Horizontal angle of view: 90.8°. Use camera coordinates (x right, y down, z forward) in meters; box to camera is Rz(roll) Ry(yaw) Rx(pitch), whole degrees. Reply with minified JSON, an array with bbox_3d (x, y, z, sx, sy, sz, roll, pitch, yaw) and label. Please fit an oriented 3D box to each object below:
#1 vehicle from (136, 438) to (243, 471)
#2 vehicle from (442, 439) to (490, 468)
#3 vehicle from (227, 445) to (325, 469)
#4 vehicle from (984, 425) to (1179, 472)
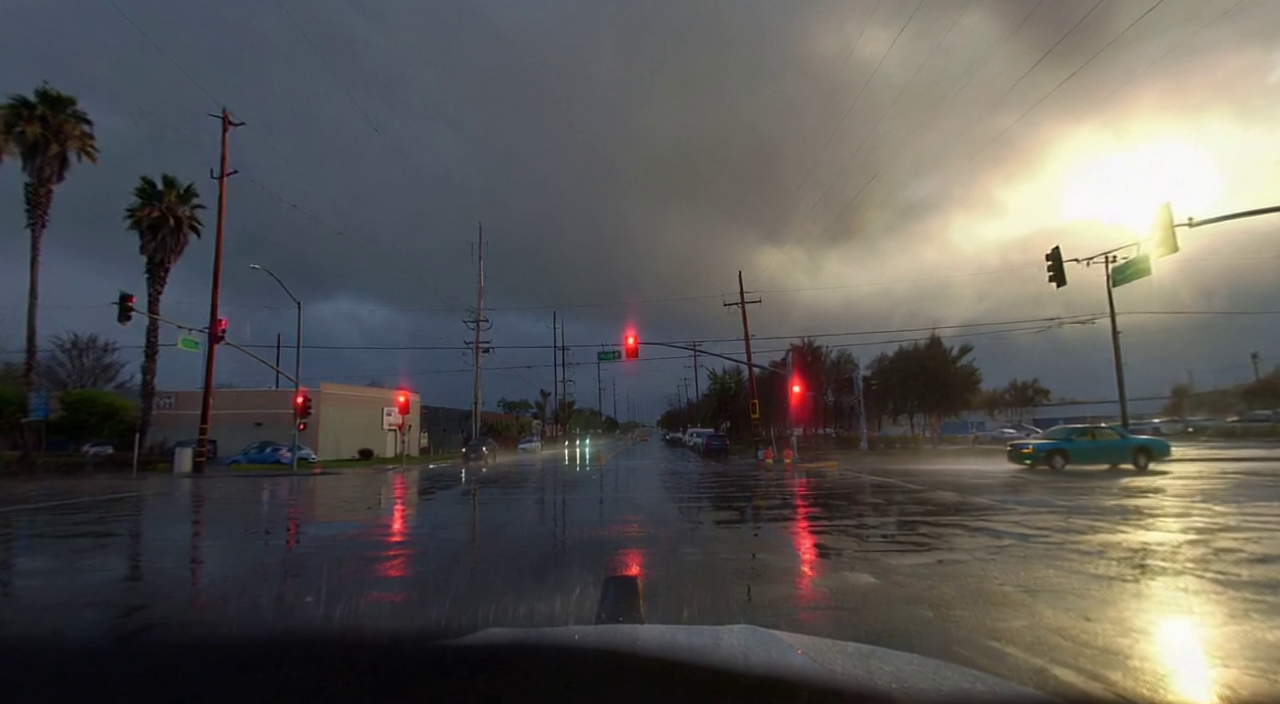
[{"bbox_3d":[-25.926,5.925,36.458,4.613,1.820,2.021,-1,-9,3],"label":"vehicle"},{"bbox_3d":[-11.988,6.990,43.798,2.016,1.717,4.287,0,-6,1],"label":"vehicle"},{"bbox_3d":[-22.325,6.437,38.833,4.849,1.444,1.881,0,-8,1],"label":"vehicle"},{"bbox_3d":[14.578,3.221,21.157,4.918,1.479,1.897,-1,-9,7],"label":"vehicle"}]
